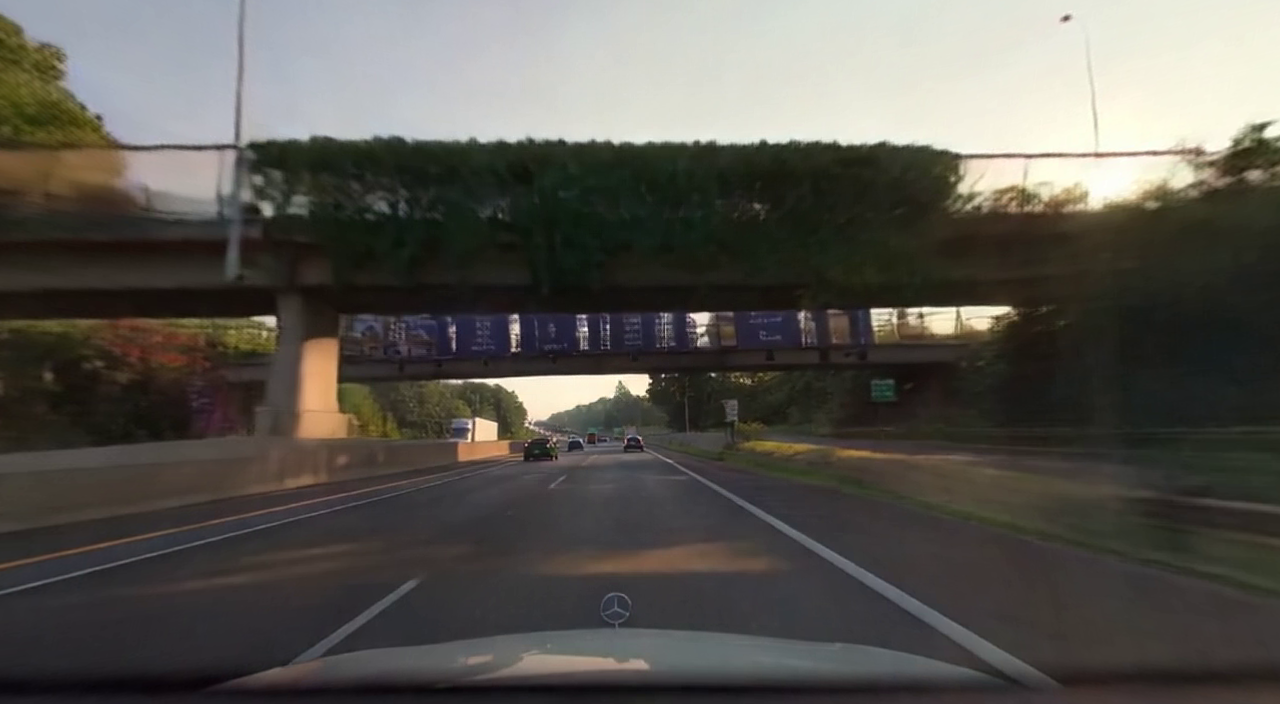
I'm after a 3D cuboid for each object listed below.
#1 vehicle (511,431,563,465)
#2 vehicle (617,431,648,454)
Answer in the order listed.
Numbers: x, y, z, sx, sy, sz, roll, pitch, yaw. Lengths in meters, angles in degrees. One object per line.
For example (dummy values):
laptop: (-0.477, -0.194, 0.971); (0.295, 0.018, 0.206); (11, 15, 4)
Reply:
vehicle: (-4.853, 4.574, 30.128); (1.959, 1.514, 3.668); (0, -8, -1)
vehicle: (-0.566, 6.672, 46.488); (2.139, 1.561, 4.060); (0, -8, -1)
